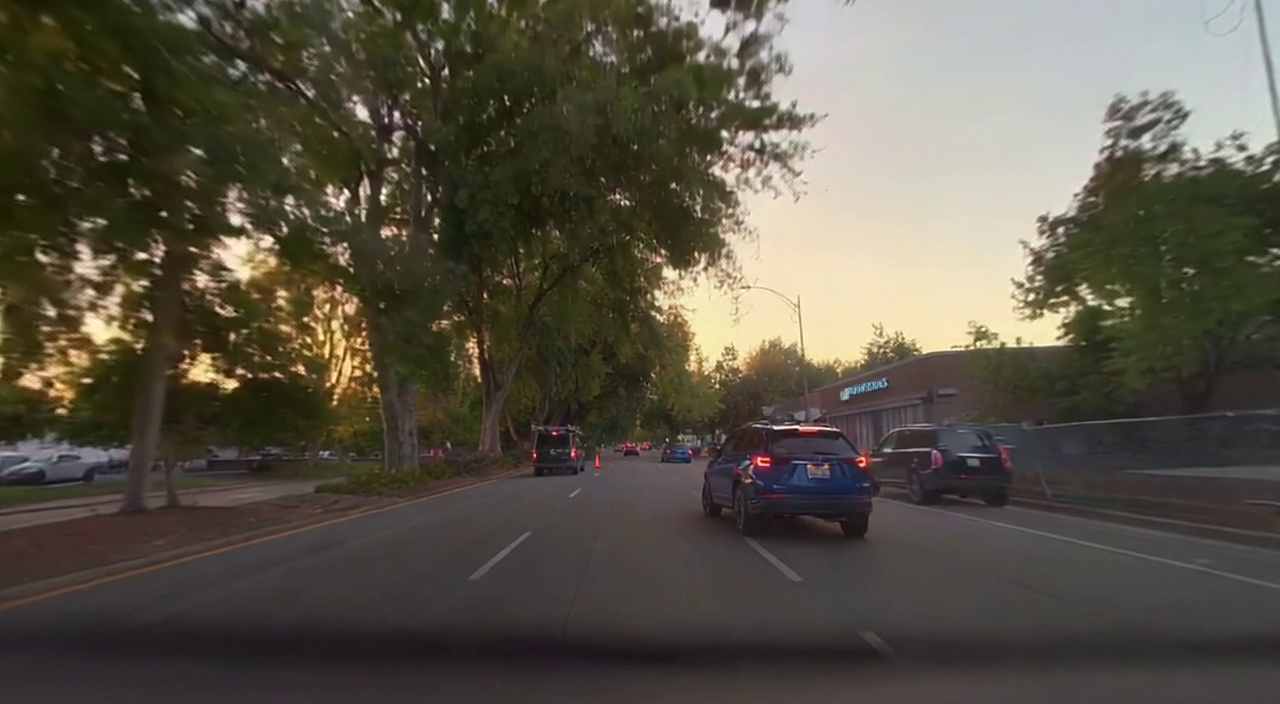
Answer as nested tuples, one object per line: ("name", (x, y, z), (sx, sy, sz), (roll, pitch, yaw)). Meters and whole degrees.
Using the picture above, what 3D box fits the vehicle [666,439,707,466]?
("vehicle", (2.724, 6.060, 38.118), (1.953, 1.509, 4.186), (0, -8, -2))

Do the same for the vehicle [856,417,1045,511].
("vehicle", (6.875, 2.534, 14.718), (1.945, 1.797, 4.591), (0, -8, -1))

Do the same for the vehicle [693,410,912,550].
("vehicle", (2.246, 1.923, 10.154), (2.168, 1.725, 4.192), (0, -8, -3))

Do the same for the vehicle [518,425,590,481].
("vehicle", (-3.430, 4.183, 26.415), (2.357, 2.063, 5.488), (0, -8, -1))
